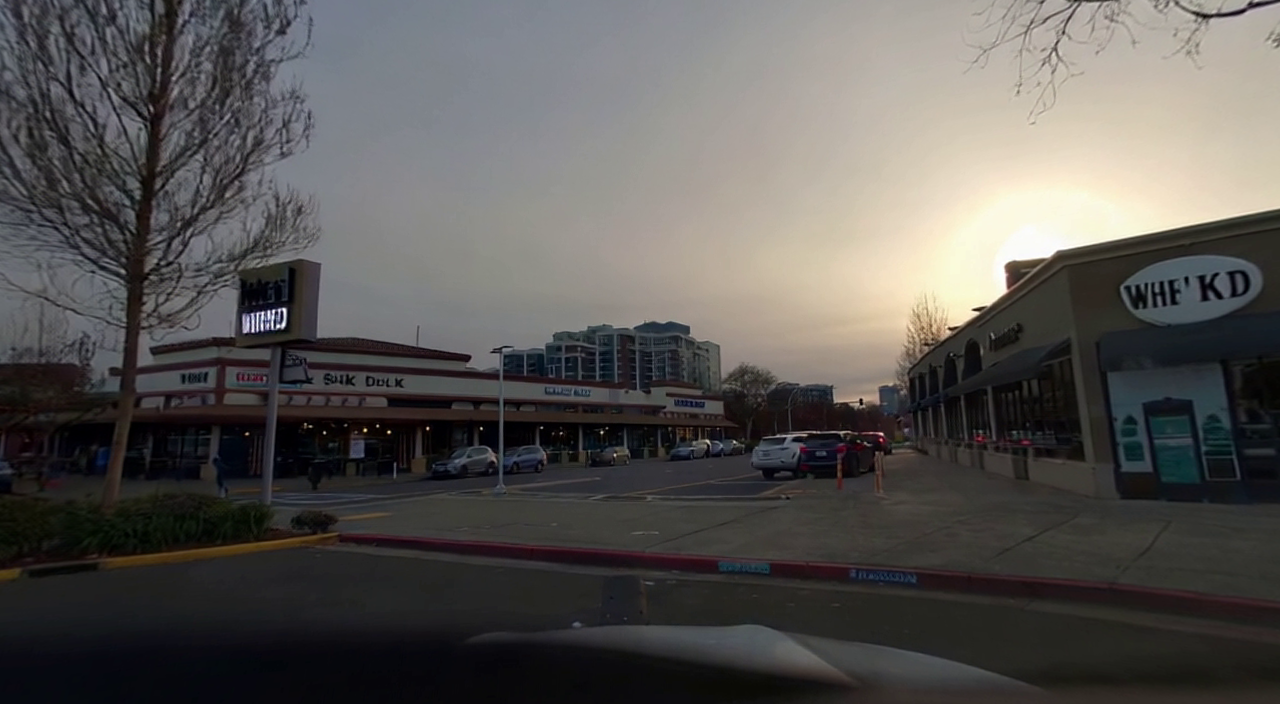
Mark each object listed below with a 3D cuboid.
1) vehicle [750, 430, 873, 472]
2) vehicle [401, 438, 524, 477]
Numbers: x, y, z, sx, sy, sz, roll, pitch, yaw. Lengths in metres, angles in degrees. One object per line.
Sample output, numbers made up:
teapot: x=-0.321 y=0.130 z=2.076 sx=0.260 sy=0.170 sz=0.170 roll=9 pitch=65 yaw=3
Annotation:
vehicle: x=7.278 y=4.194 z=26.841 sx=4.706 sy=1.663 sz=1.993 roll=-4 pitch=-9 yaw=25
vehicle: x=-7.770 y=4.612 z=27.767 sx=4.814 sy=1.618 sz=1.869 roll=-2 pitch=-9 yaw=11
